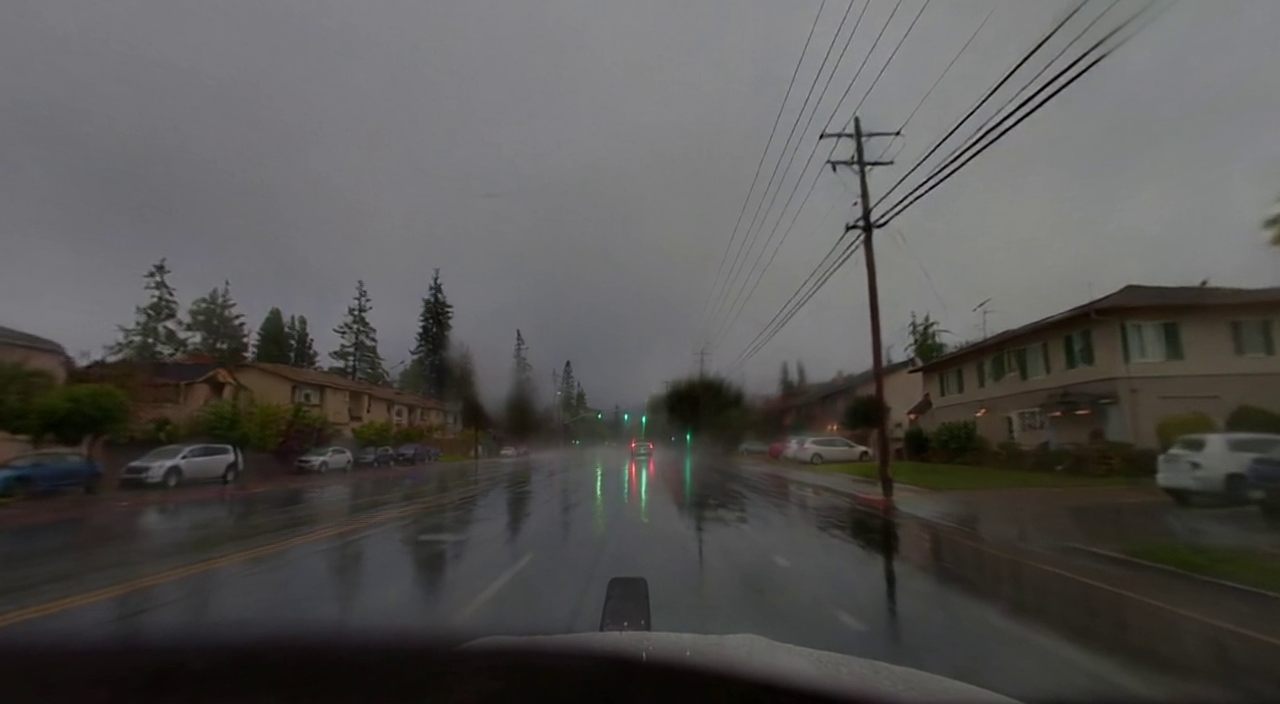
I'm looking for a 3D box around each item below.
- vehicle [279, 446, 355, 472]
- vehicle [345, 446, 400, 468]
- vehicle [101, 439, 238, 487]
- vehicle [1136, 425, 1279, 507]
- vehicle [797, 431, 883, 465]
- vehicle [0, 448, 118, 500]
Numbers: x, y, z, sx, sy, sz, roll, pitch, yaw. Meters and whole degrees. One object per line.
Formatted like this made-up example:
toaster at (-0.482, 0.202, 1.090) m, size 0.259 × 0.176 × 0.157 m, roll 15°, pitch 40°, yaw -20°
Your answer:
vehicle at (-20.257, 6.702, 39.765) m, size 2.178 × 1.484 × 4.726 m, roll 0°, pitch -8°, yaw 2°
vehicle at (-19.956, 7.827, 47.256) m, size 2.050 × 1.501 × 4.588 m, roll 0°, pitch -8°, yaw 1°
vehicle at (-20.465, 4.827, 27.775) m, size 2.047 × 1.898 × 5.032 m, roll 0°, pitch -8°, yaw 1°
vehicle at (14.440, 2.591, 14.471) m, size 4.514 × 1.745 × 1.815 m, roll 0°, pitch -9°, yaw -1°
vehicle at (11.994, 5.793, 38.086) m, size 4.305 × 1.997 × 2.453 m, roll 0°, pitch -8°, yaw 0°
vehicle at (-20.406, 4.083, 21.540) m, size 1.764 × 1.570 × 3.910 m, roll 0°, pitch -8°, yaw 0°
